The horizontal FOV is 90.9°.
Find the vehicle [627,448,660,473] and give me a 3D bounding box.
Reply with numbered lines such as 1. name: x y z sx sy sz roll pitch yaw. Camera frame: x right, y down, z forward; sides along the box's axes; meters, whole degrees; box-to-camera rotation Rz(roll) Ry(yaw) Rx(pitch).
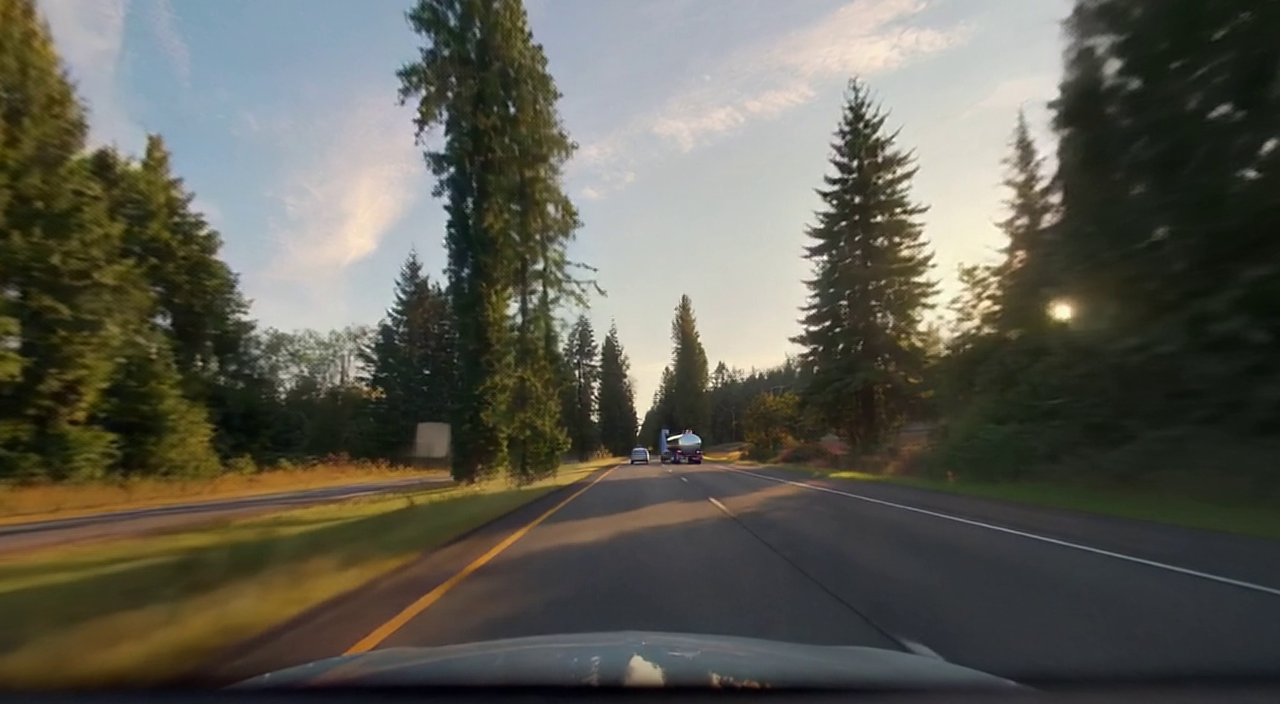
1. vehicle: 0.222 6.630 38.657 1.926 1.386 3.615 0 -9 0
